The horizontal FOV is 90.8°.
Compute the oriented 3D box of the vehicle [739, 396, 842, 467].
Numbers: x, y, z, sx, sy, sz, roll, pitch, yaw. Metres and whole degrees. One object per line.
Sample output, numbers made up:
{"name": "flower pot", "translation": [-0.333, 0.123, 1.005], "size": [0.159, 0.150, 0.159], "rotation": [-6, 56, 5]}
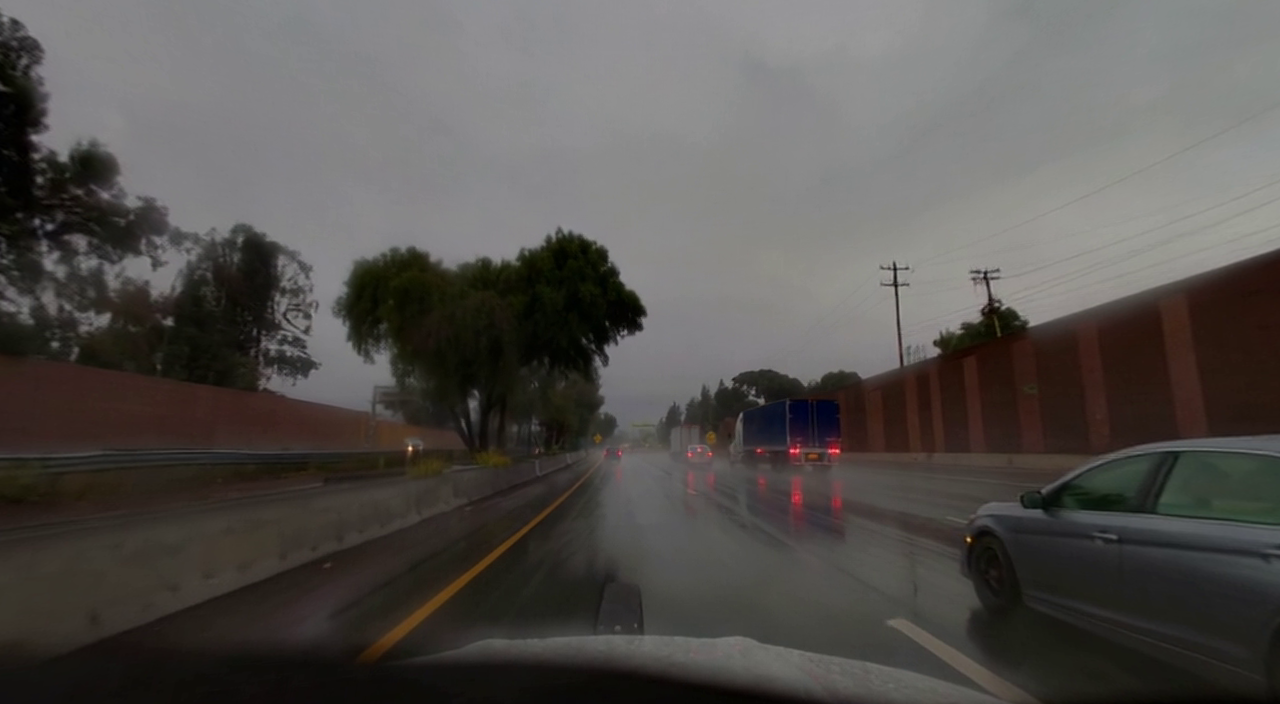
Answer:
{"name": "vehicle", "translation": [9.986, 5.785, 44.653], "size": [2.914, 4.134, 15.553], "rotation": [0, -9, -2]}

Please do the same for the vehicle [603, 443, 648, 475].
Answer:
{"name": "vehicle", "translation": [-0.732, 5.293, 31.483], "size": [2.083, 1.477, 3.965], "rotation": [0, -9, -2]}

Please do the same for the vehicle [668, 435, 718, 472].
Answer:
{"name": "vehicle", "translation": [2.801, 5.529, 34.452], "size": [2.114, 1.849, 4.692], "rotation": [0, -9, -3]}

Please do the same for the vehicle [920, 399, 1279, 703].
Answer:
{"name": "vehicle", "translation": [3.439, 1.056, 3.357], "size": [1.922, 1.465, 4.165], "rotation": [0, -9, -1]}
